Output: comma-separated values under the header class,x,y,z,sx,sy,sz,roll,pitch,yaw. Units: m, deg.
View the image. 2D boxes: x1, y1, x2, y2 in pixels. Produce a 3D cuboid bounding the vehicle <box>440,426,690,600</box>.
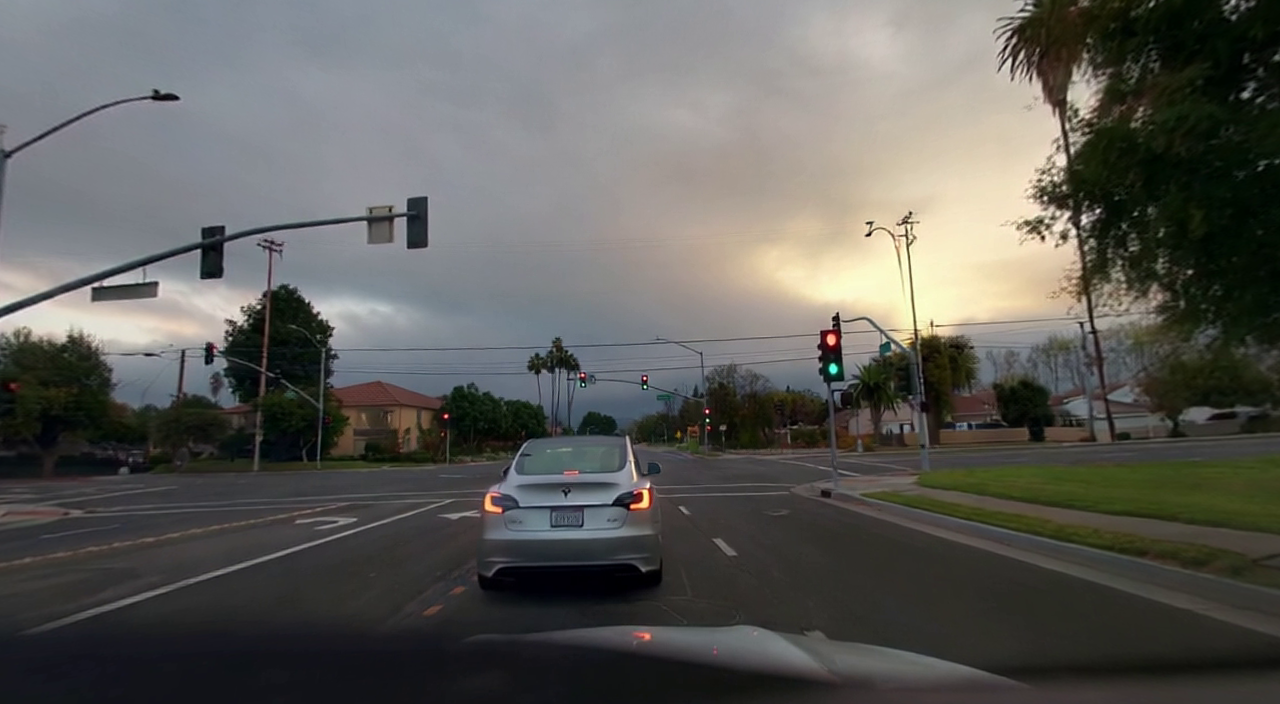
class,x,y,z,sx,sy,sz,roll,pitch,yaw
vehicle,-0.690,1.708,7.655,2.152,1.478,4.229,0,-8,-1
